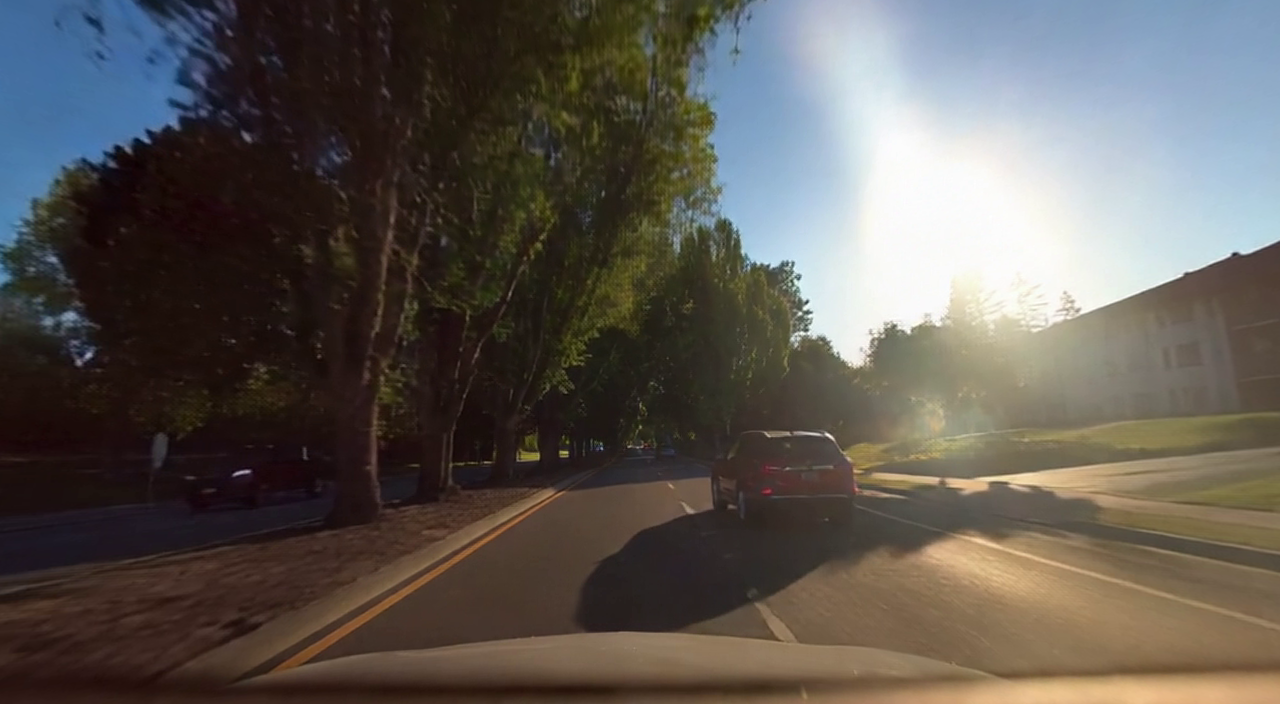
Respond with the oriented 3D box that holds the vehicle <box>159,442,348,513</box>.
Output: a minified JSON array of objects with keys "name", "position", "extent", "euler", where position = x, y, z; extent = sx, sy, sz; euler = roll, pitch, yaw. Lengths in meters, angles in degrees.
[{"name":"vehicle","position":[-11.645,3.787,19.767],"extent":[2.248,1.858,5.854],"euler":[0,-9,0]}]

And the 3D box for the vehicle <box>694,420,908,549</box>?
[{"name":"vehicle","position":[2.230,2.003,10.260],"extent":[2.066,1.603,4.475],"euler":[0,-9,-3]}]

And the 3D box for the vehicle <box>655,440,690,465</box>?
[{"name":"vehicle","position":[2.270,7.219,45.509],"extent":[2.164,1.725,4.285],"euler":[0,-9,-1]}]
